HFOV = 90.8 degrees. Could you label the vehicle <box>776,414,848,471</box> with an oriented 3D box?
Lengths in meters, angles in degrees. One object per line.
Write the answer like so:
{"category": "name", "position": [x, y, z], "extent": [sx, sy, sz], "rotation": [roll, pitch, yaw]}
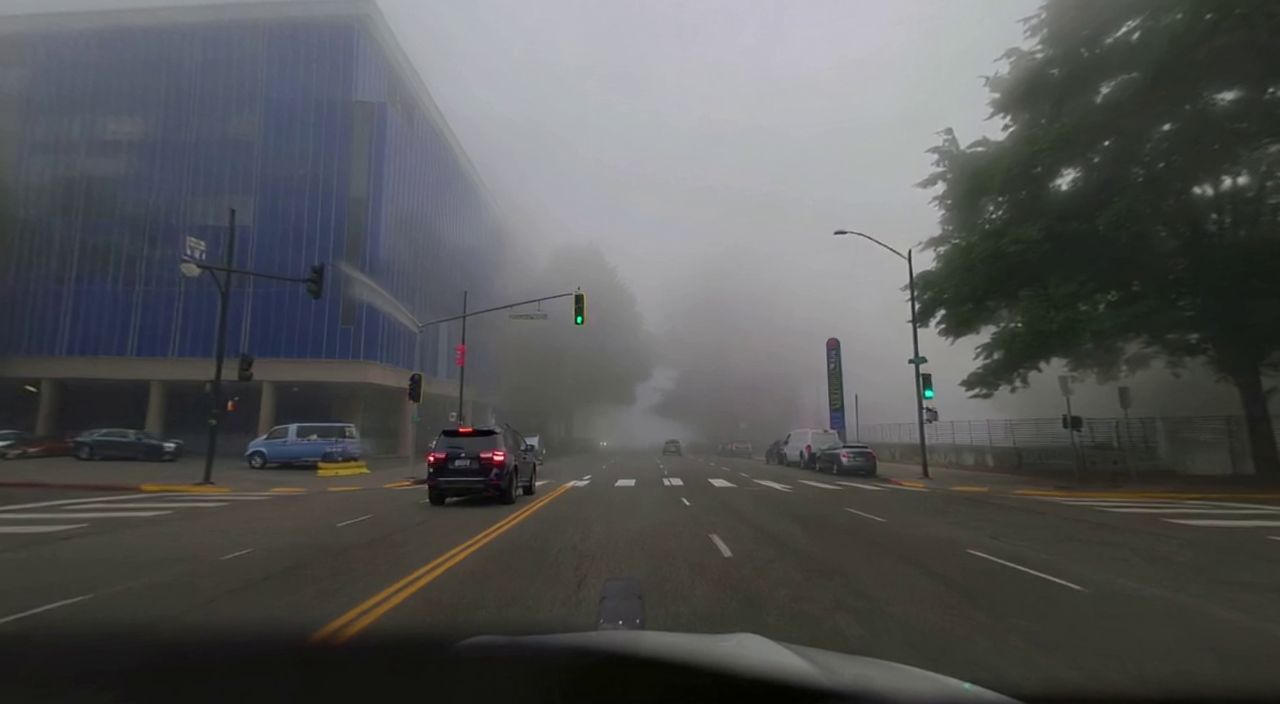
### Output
{"category": "vehicle", "position": [9.084, 4.895, 33.993], "extent": [2.285, 2.778, 5.847], "rotation": [0, -9, 1]}

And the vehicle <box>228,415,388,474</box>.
{"category": "vehicle", "position": [-13.524, 3.806, 26.044], "extent": [5.188, 2.293, 2.381], "rotation": [0, -9, -1]}

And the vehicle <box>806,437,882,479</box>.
{"category": "vehicle", "position": [8.826, 4.622, 27.755], "extent": [1.854, 1.663, 4.300], "rotation": [0, -9, 0]}

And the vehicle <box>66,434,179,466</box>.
{"category": "vehicle", "position": [-25.220, 4.769, 30.857], "extent": [3.998, 1.423, 1.754], "rotation": [0, -6, 2]}

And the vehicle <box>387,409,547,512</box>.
{"category": "vehicle", "position": [-3.322, 2.211, 13.187], "extent": [2.002, 1.756, 4.366], "rotation": [0, -9, 1]}
